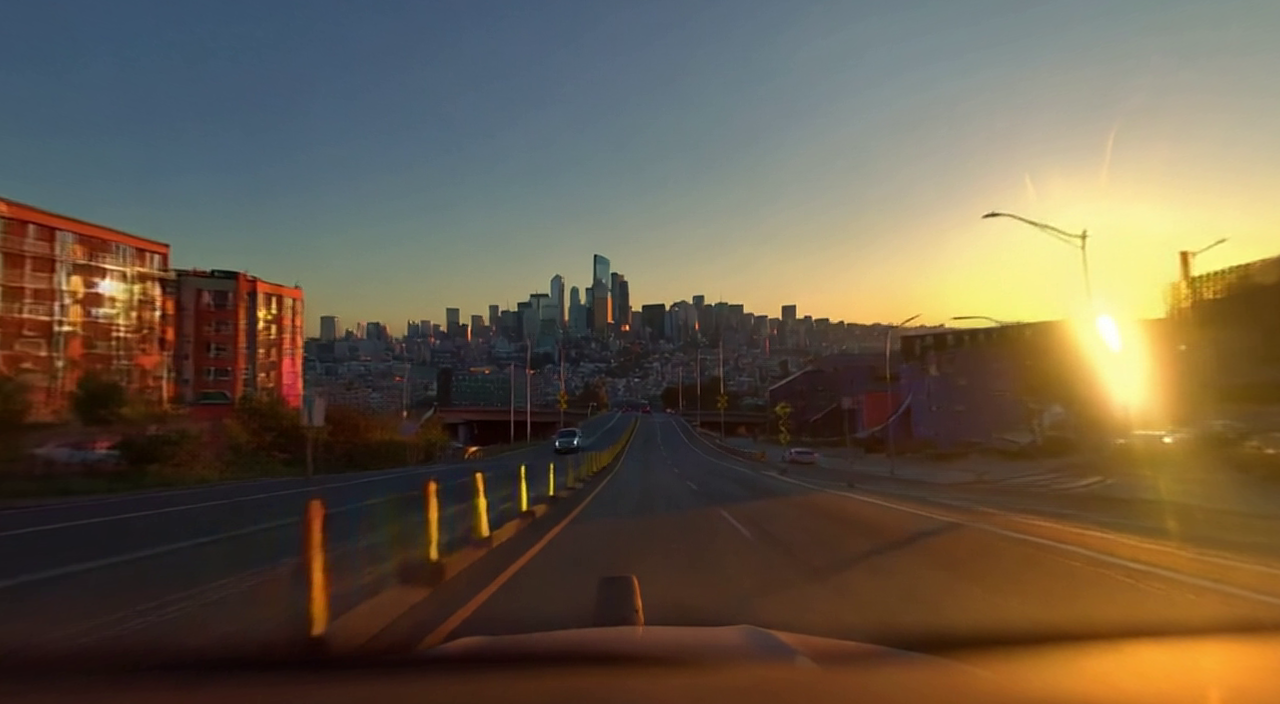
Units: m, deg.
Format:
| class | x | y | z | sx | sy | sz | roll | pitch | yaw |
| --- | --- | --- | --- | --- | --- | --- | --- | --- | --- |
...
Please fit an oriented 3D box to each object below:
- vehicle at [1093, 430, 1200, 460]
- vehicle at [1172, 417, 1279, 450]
| class | x | y | z | sx | sy | sz | roll | pitch | yaw |
| --- | --- | --- | --- | --- | --- | --- | --- | --- | --- |
| vehicle | 28.663 | 5.265 | 35.871 | 4.400 | 1.614 | 1.916 | 0 | -8 | -1 |
| vehicle | 33.382 | 4.654 | 35.979 | 4.348 | 1.783 | 2.038 | 1 | -8 | -3 |
